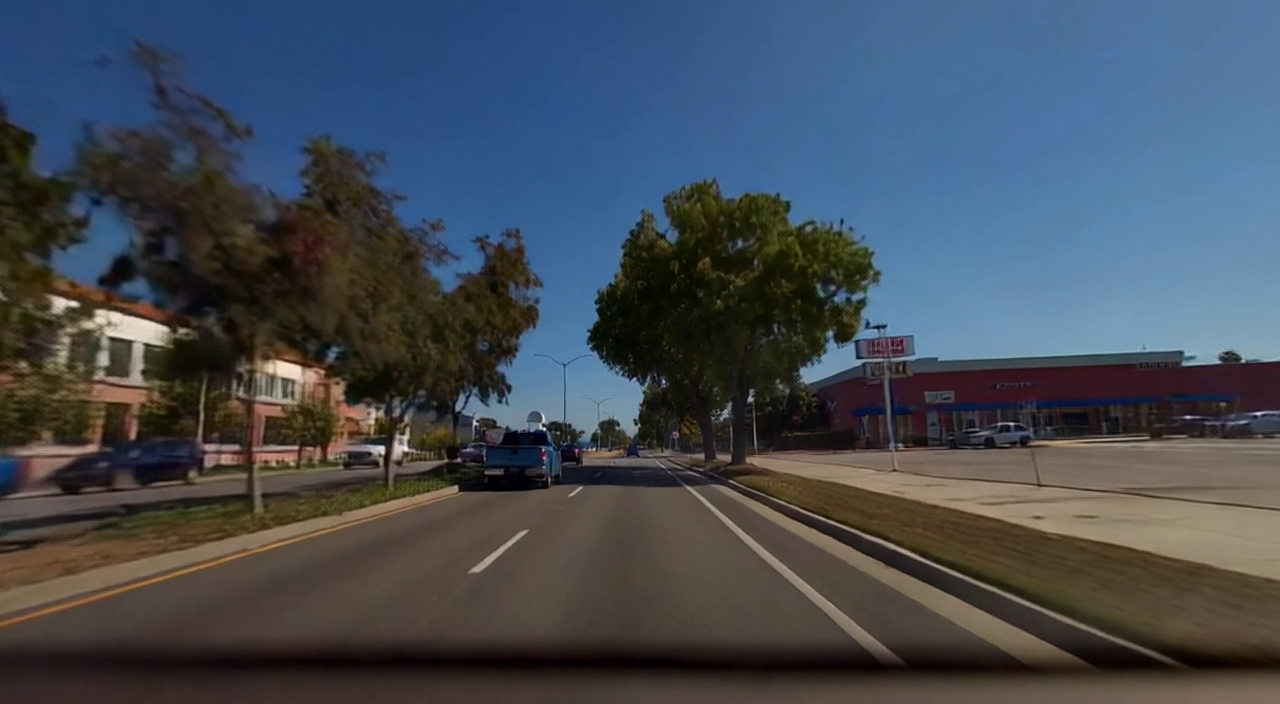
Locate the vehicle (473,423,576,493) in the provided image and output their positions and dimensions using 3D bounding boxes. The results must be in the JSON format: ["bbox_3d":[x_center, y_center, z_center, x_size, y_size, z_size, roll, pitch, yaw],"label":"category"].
[{"bbox_3d":[-3.276,3.157,19.130,2.065,1.790,5.417,0,-8,1],"label":"vehicle"}]

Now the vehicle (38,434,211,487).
[{"bbox_3d":[-18.141,3.810,22.569,1.986,1.664,4.980,0,-8,-1],"label":"vehicle"}]

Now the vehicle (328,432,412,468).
[{"bbox_3d":[-16.026,5.867,37.819,2.226,1.947,5.670,0,-8,4],"label":"vehicle"}]

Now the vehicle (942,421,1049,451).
[{"bbox_3d":[26.011,6.200,46.222,6.324,1.986,2.478,-2,-9,0],"label":"vehicle"}]
